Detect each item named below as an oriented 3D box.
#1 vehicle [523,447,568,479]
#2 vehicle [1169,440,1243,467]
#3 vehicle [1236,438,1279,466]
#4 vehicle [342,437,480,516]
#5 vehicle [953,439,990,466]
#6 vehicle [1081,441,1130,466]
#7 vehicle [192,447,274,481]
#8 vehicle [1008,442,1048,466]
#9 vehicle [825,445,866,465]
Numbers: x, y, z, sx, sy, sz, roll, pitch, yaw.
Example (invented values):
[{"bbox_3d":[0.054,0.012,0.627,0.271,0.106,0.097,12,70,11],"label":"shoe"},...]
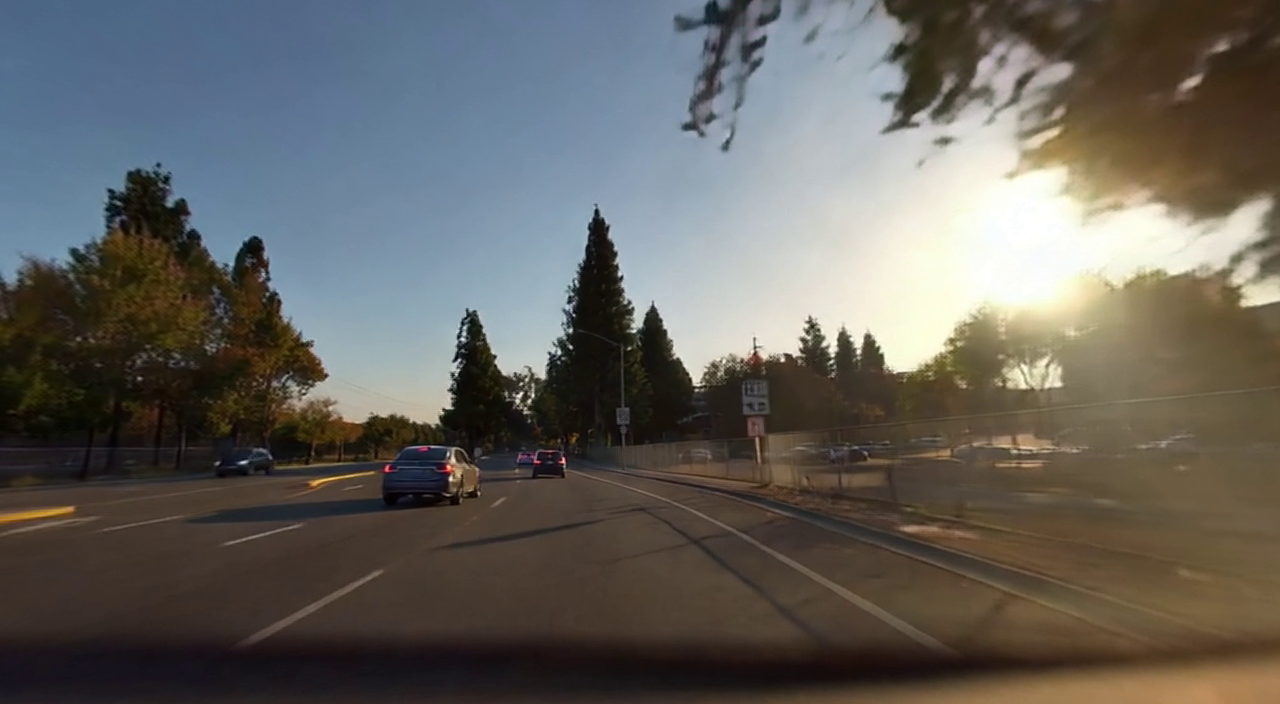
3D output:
[{"bbox_3d":[-4.871,5.698,32.723,2.147,1.474,4.083,1,-9,-8],"label":"vehicle"},{"bbox_3d":[32.847,5.879,36.806,1.904,1.432,4.640,-4,-9,25],"label":"vehicle"},{"bbox_3d":[35.513,5.558,35.169,2.095,1.470,4.336,-4,-9,26],"label":"vehicle"},{"bbox_3d":[-5.548,3.040,16.017,2.105,1.676,4.541,1,-8,-5],"label":"vehicle"},{"bbox_3d":[23.022,6.919,43.734,1.942,1.726,5.194,-5,-10,29],"label":"vehicle"},{"bbox_3d":[28.844,6.262,39.259,2.027,1.455,3.838,-5,-10,31],"label":"vehicle"},{"bbox_3d":[-23.937,6.578,37.436,2.214,1.844,4.822,1,-9,-9],"label":"vehicle"},{"bbox_3d":[25.496,6.688,41.653,1.863,1.456,4.250,-4,-9,27],"label":"vehicle"},{"bbox_3d":[15.896,7.939,48.741,1.934,1.423,4.008,-6,-11,34],"label":"vehicle"}]
